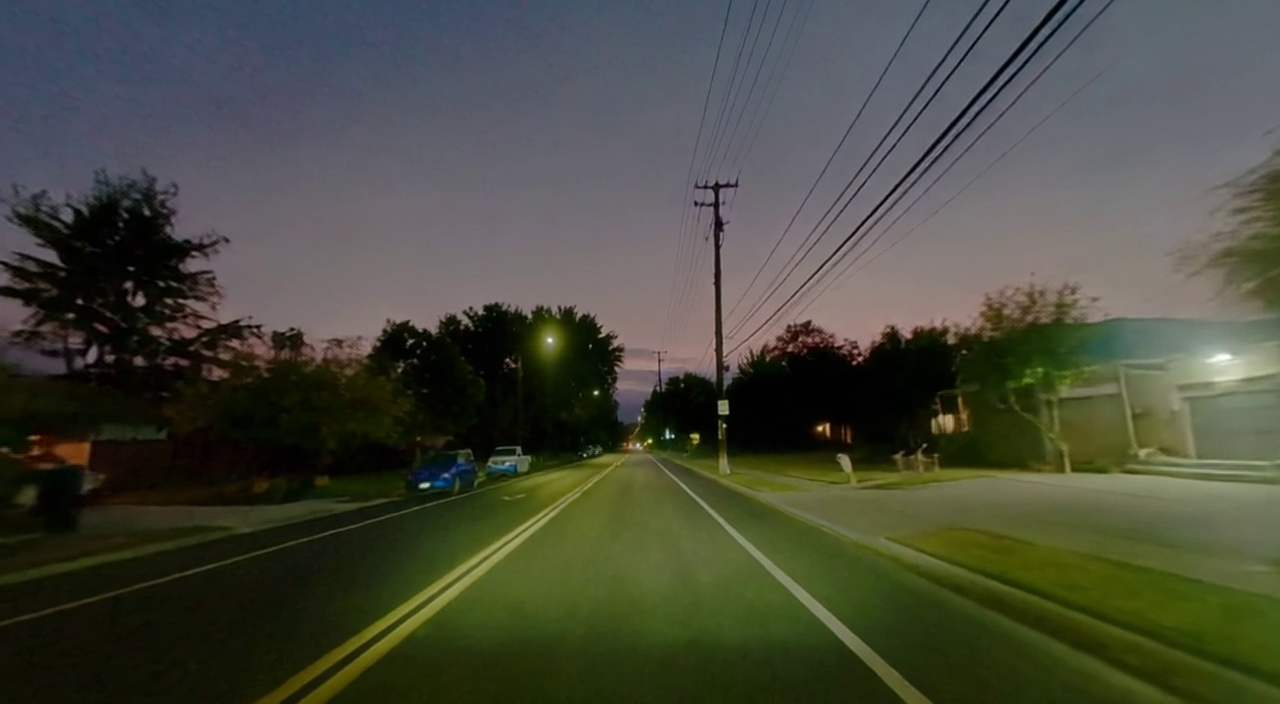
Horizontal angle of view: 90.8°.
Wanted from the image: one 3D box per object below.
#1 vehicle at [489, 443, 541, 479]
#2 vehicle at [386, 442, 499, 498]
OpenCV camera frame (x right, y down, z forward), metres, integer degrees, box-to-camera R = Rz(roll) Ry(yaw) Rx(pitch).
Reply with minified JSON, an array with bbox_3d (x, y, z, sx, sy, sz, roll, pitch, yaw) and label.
[{"bbox_3d":[-6.748,5.880,34.519,1.923,1.687,4.511,-4,-8,-1],"label":"vehicle"},{"bbox_3d":[-6.519,3.946,21.467,2.129,1.556,4.778,-4,-9,2],"label":"vehicle"}]
